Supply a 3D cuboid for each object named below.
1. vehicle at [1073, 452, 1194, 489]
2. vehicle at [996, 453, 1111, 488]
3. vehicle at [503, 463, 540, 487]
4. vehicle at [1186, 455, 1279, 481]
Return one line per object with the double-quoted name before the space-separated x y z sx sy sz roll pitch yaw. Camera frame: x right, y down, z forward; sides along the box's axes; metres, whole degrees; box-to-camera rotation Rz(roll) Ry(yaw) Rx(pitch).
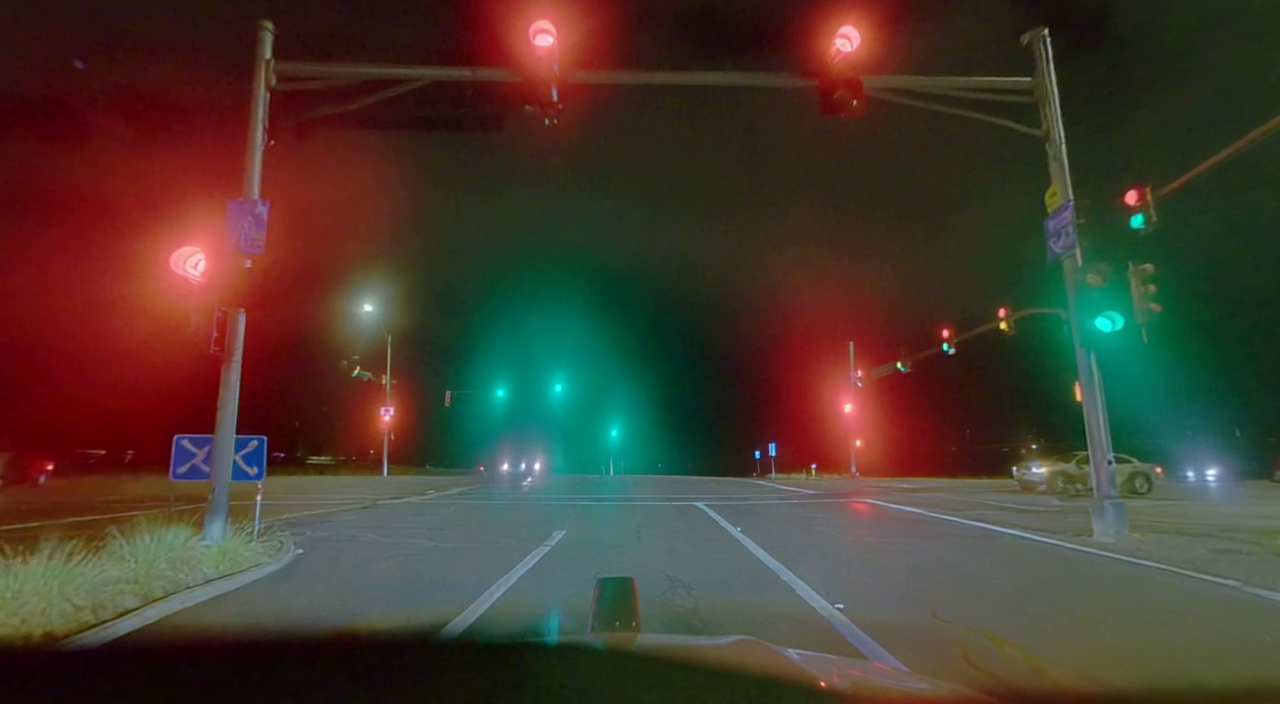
"vehicle" 22.718 5.453 29.109 3.998 1.590 1.936 1 -11 -6
"vehicle" 21.221 6.116 32.461 4.455 1.647 2.124 1 -12 -6
"vehicle" -8.951 9.294 47.798 2.045 1.608 3.709 0 -8 1
"vehicle" 36.195 6.991 37.960 4.555 1.474 1.914 -1 -9 5
